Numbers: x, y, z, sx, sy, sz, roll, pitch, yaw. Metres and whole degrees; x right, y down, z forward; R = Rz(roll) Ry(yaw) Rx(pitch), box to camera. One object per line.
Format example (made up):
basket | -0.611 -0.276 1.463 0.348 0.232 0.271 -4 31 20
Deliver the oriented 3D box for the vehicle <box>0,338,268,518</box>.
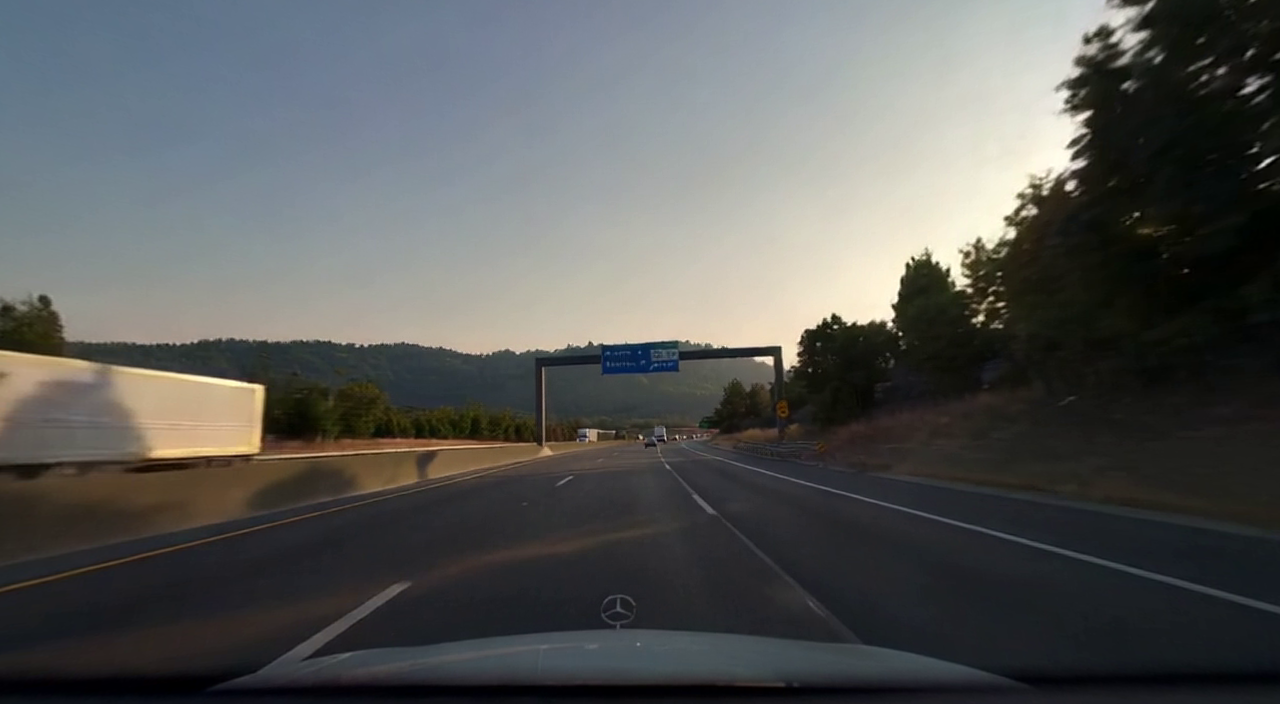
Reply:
vehicle | -16.075 2.188 17.521 2.911 4.072 14.044 0 -8 0
